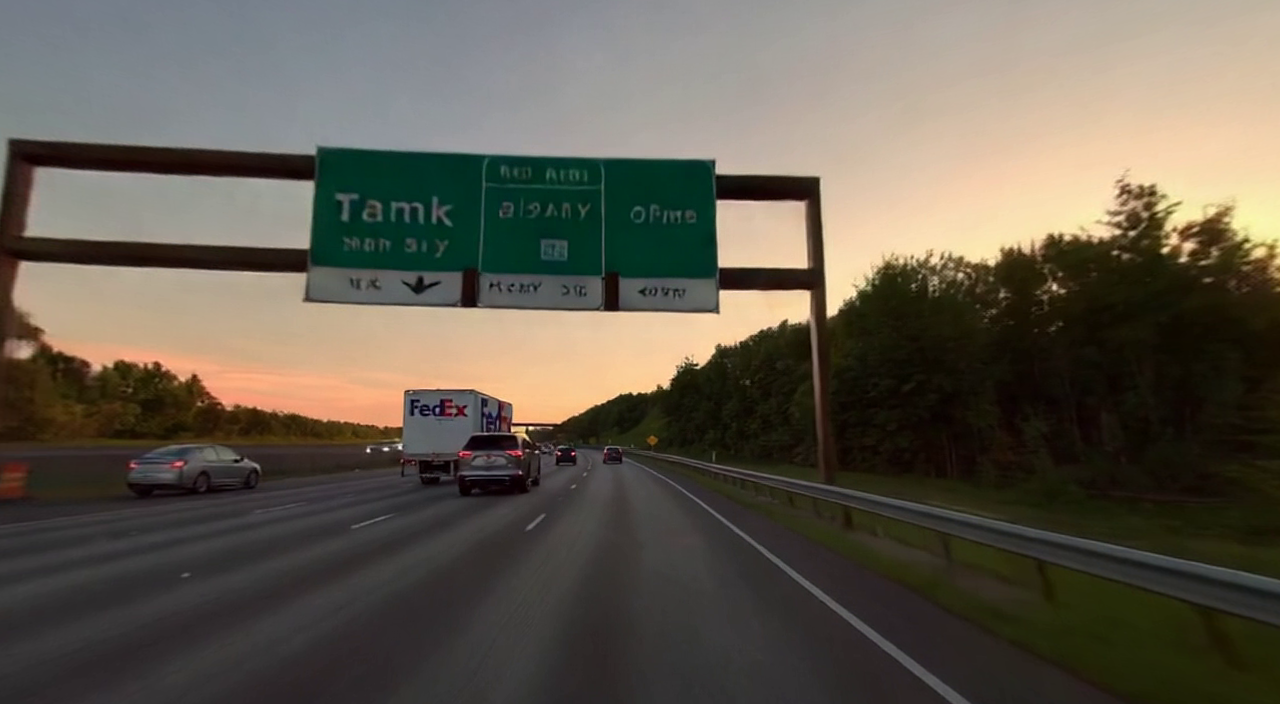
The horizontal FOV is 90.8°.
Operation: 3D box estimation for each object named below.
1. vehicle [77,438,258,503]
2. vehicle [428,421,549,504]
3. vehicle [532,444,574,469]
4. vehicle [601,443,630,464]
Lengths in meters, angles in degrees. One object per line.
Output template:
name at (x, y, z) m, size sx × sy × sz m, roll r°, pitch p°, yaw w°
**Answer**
vehicle at (-13.732, 3.449, 18.803) m, size 2.018 × 1.668 × 4.409 m, roll 0°, pitch -9°, yaw -1°
vehicle at (-3.854, 2.923, 17.058) m, size 2.170 × 1.886 × 4.628 m, roll 0°, pitch -9°, yaw -1°
vehicle at (-5.413, 6.579, 39.923) m, size 2.192 × 1.478 × 4.591 m, roll 0°, pitch -9°, yaw -3°
vehicle at (-1.886, 7.656, 47.705) m, size 2.043 × 1.489 × 3.839 m, roll 1°, pitch -9°, yaw -4°
